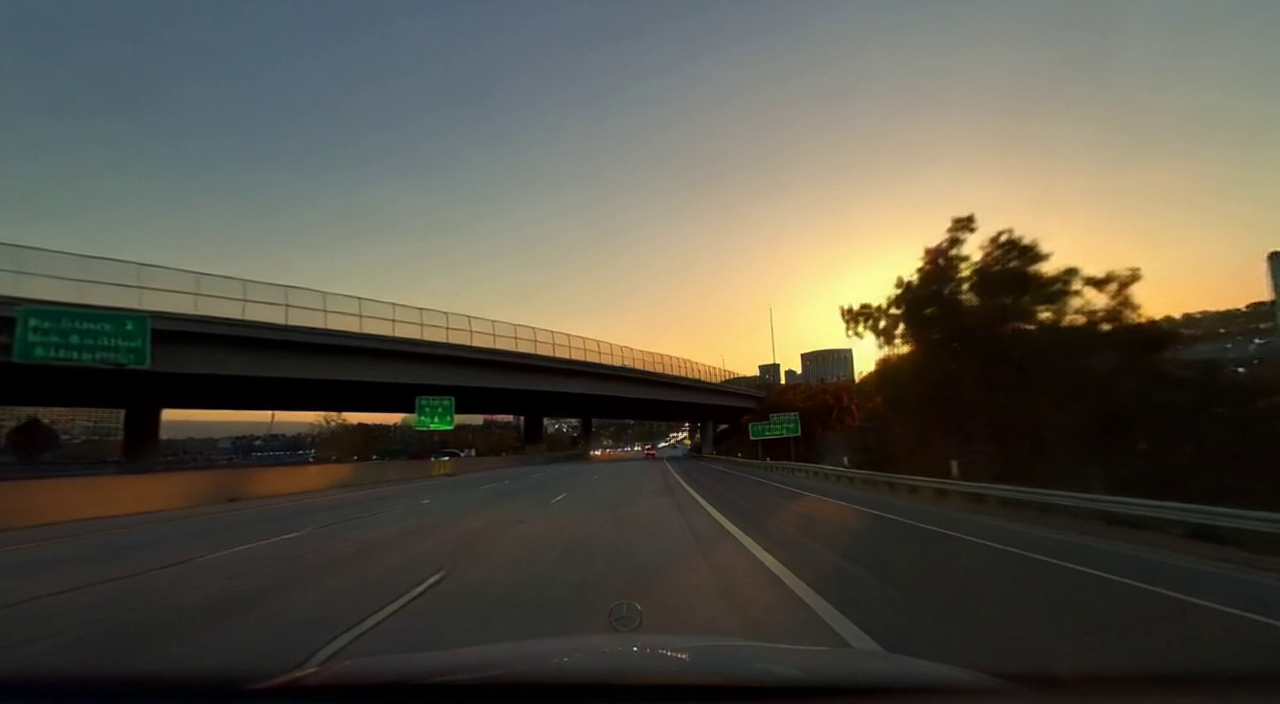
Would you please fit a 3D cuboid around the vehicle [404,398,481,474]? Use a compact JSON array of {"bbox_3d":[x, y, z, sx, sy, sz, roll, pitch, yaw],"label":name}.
[{"bbox_3d":[-10.814,4.688,34.872,2.818,3.939,3.780,0,-9,1],"label":"vehicle"}]
